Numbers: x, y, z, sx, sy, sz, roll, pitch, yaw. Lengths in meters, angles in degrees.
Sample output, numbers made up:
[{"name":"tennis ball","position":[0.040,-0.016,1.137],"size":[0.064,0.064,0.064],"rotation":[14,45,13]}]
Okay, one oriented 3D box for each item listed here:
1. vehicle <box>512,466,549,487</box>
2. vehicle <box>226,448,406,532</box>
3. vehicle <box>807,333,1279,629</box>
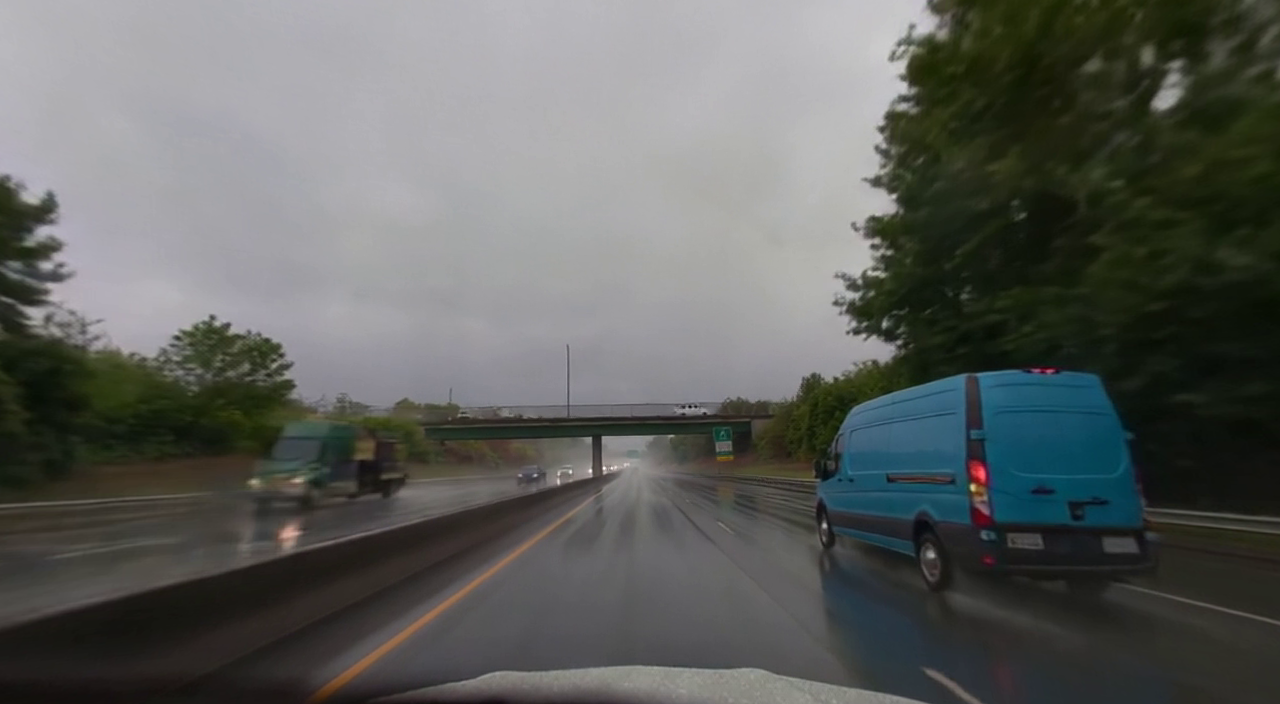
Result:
[{"name":"vehicle","position":[-8.162,9.349,47.291],"size":[1.947,1.513,4.250],"rotation":[1,-10,0]},{"name":"vehicle","position":[-7.654,3.318,15.508],"size":[1.933,1.723,4.614],"rotation":[1,-10,0]},{"name":"vehicle","position":[4.528,1.723,8.975],"size":[2.372,2.581,6.763],"rotation":[1,-10,0]}]
